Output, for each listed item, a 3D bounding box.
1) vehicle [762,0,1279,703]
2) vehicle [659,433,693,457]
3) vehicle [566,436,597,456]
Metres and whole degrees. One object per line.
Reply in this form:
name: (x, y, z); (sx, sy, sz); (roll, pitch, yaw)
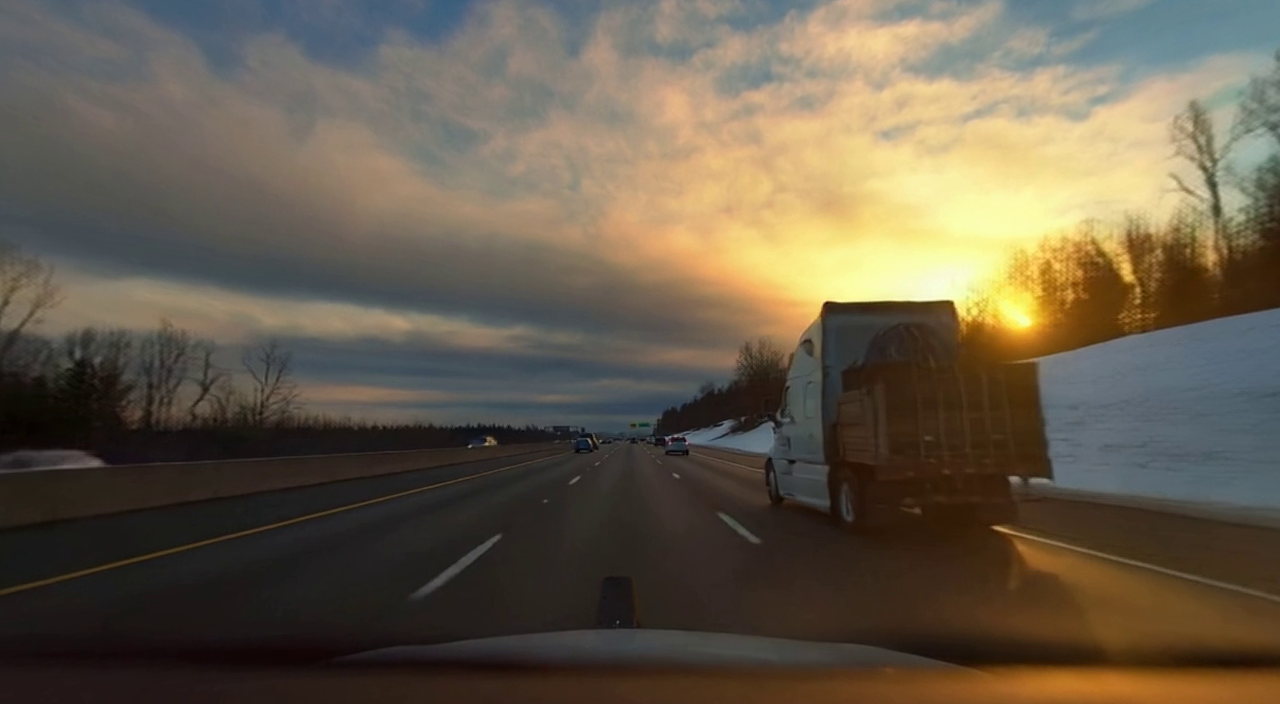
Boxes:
vehicle: (4.096, 0.335, 7.669); (3.004, 3.881, 9.742); (0, -8, -1)
vehicle: (2.609, 6.796, 46.235); (2.124, 1.696, 4.173); (0, -8, -2)
vehicle: (-4.423, 7.196, 48.208); (2.017, 1.484, 4.088); (0, -8, 0)
